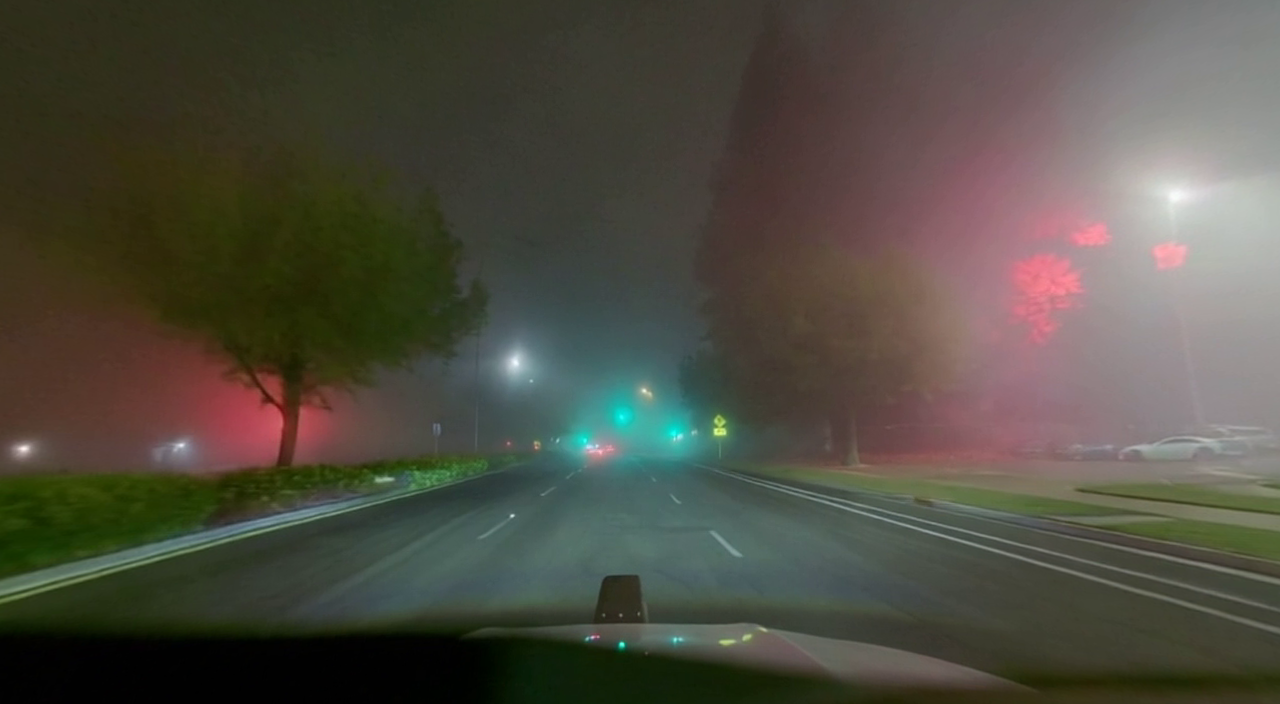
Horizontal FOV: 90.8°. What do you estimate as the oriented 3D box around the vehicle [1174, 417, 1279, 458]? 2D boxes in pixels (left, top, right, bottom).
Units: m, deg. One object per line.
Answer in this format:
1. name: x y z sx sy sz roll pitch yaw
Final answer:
1. vehicle: 26.152 3.812 27.974 2.055 1.645 4.679 -3 -9 18
